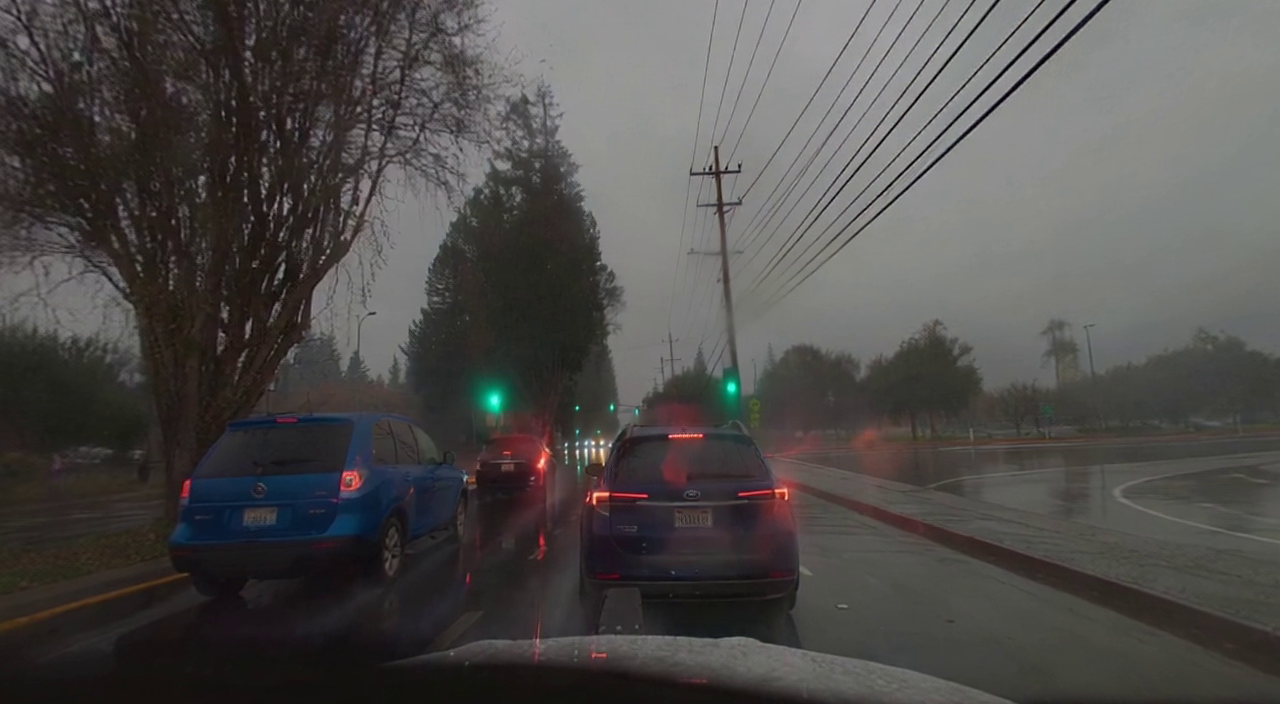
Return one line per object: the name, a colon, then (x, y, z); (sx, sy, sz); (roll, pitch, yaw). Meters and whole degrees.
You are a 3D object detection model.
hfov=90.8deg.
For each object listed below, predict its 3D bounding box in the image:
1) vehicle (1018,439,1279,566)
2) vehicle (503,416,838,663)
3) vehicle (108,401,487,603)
vehicle: (8.389, 2.155, 9.938); (1.993, 1.508, 4.521); (0, -9, -1)
vehicle: (0.121, 1.446, 5.957); (2.056, 1.487, 4.003); (0, -9, -2)
vehicle: (-3.467, 1.609, 7.645); (2.105, 1.706, 4.337); (0, -9, 0)
